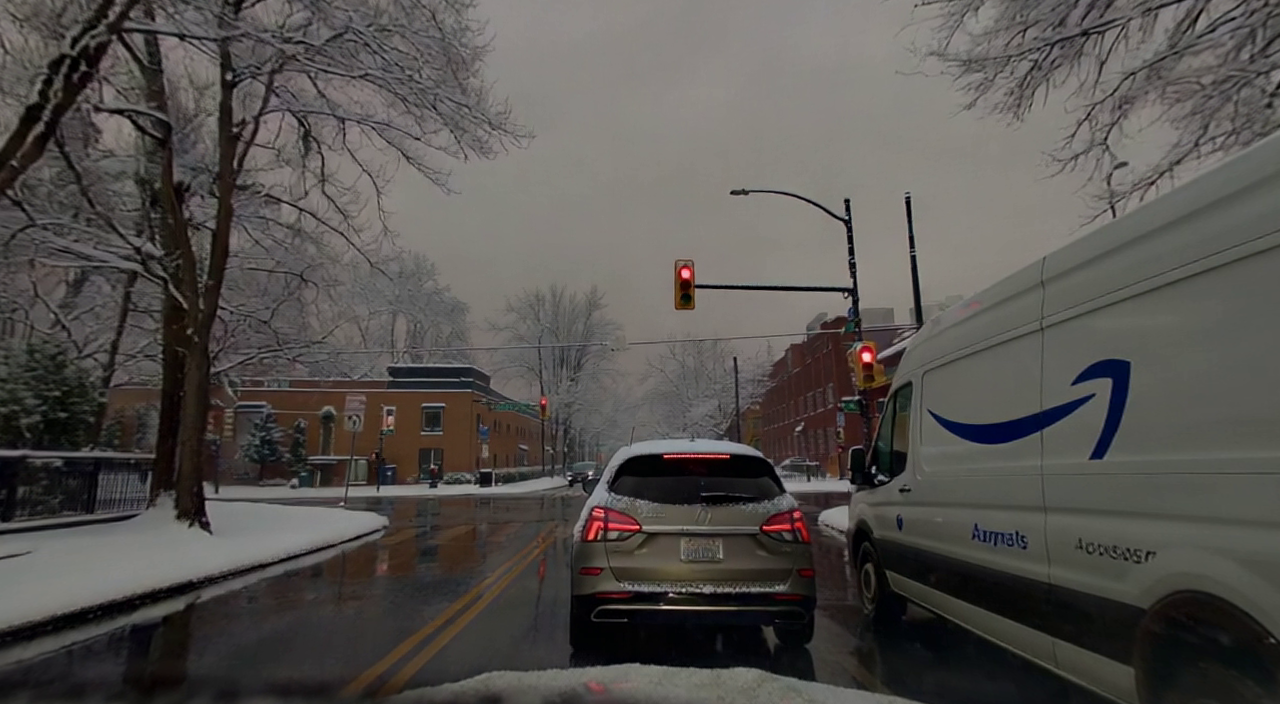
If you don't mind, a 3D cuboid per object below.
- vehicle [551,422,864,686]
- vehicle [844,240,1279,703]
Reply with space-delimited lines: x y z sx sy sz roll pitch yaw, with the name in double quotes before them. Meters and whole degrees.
"vehicle" 0.384 1.613 5.860 1.961 1.629 3.610 1 -11 -2
"vehicle" 2.852 0.883 2.873 2.054 1.965 5.248 1 -11 0
